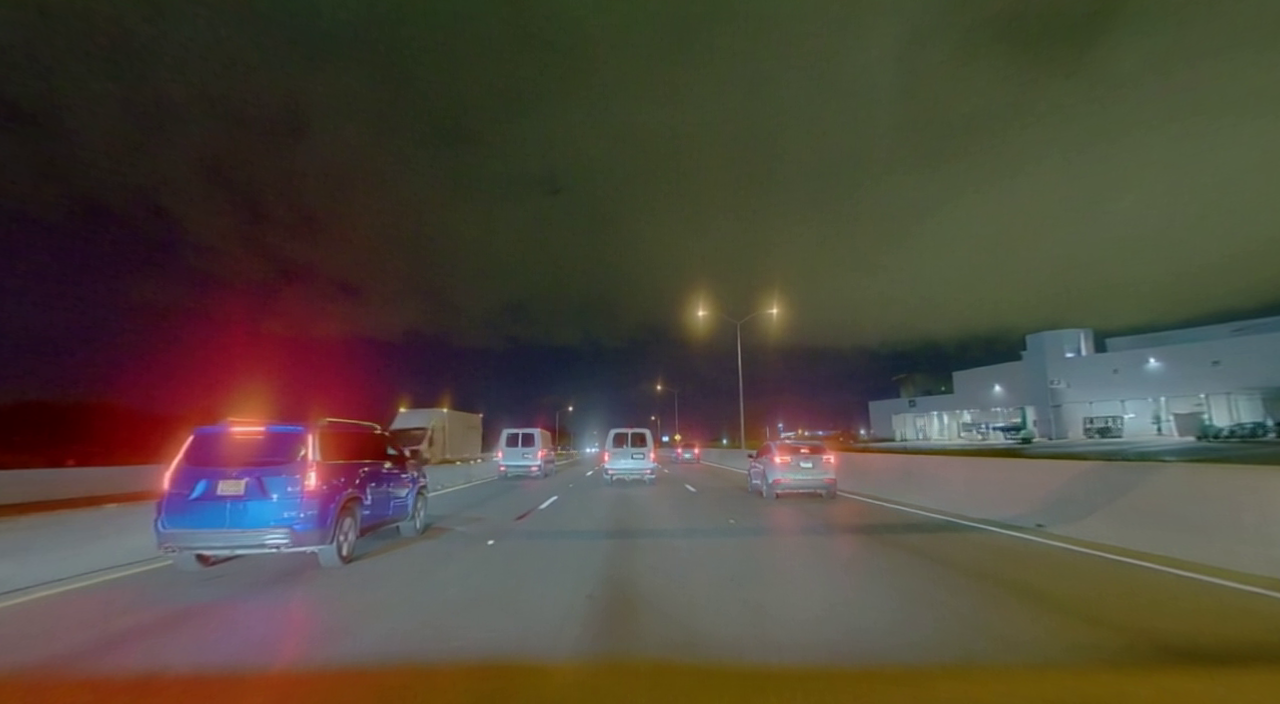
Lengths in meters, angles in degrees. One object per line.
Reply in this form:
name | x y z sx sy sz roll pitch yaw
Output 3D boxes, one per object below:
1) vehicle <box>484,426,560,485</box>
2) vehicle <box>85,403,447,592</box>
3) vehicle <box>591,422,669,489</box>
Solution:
vehicle | -4.205 3.745 23.160 2.038 1.936 4.300 0 -8 -1
vehicle | -4.110 1.640 8.018 1.972 1.703 4.333 0 -8 -1
vehicle | -0.345 3.366 20.748 2.304 1.925 4.282 0 -8 -1
